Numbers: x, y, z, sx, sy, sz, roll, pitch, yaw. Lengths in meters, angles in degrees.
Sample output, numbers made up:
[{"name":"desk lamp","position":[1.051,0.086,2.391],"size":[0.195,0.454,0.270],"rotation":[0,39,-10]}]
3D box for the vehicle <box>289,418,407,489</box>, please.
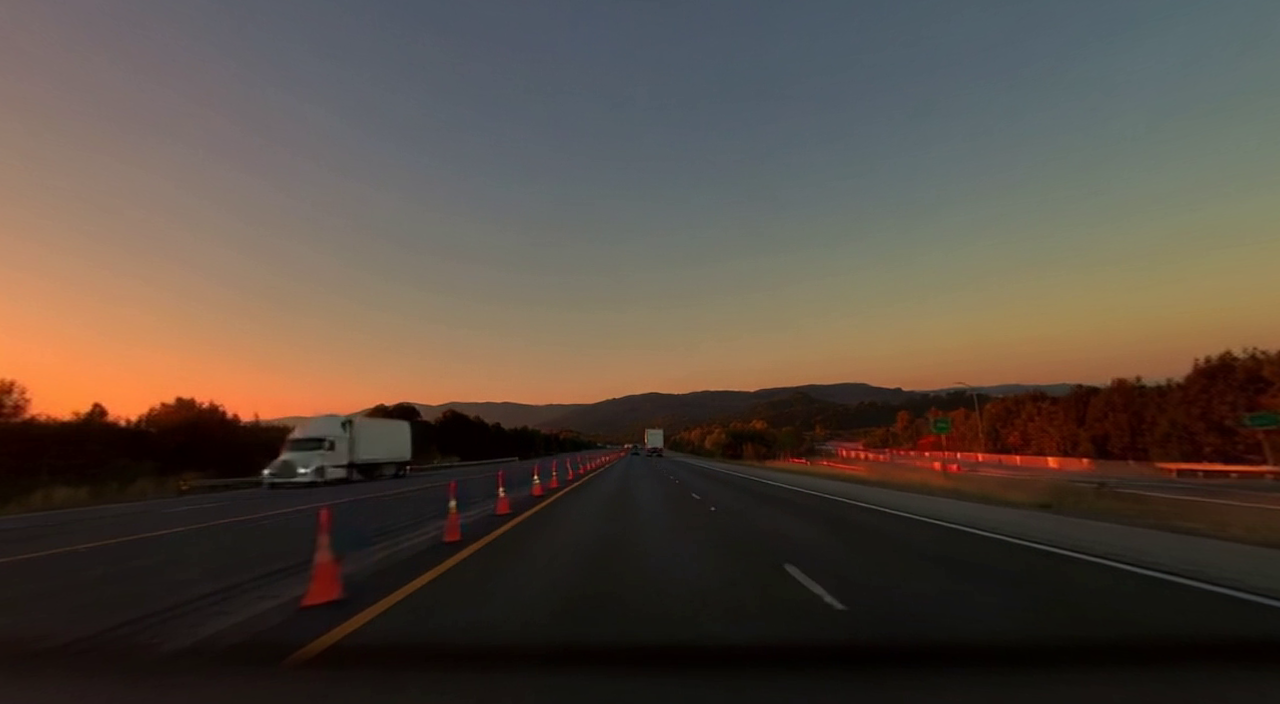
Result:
[{"name":"vehicle","position":[-14.842,5.228,32.730],"size":[2.790,3.247,6.961],"rotation":[0,-9,-1]}]
